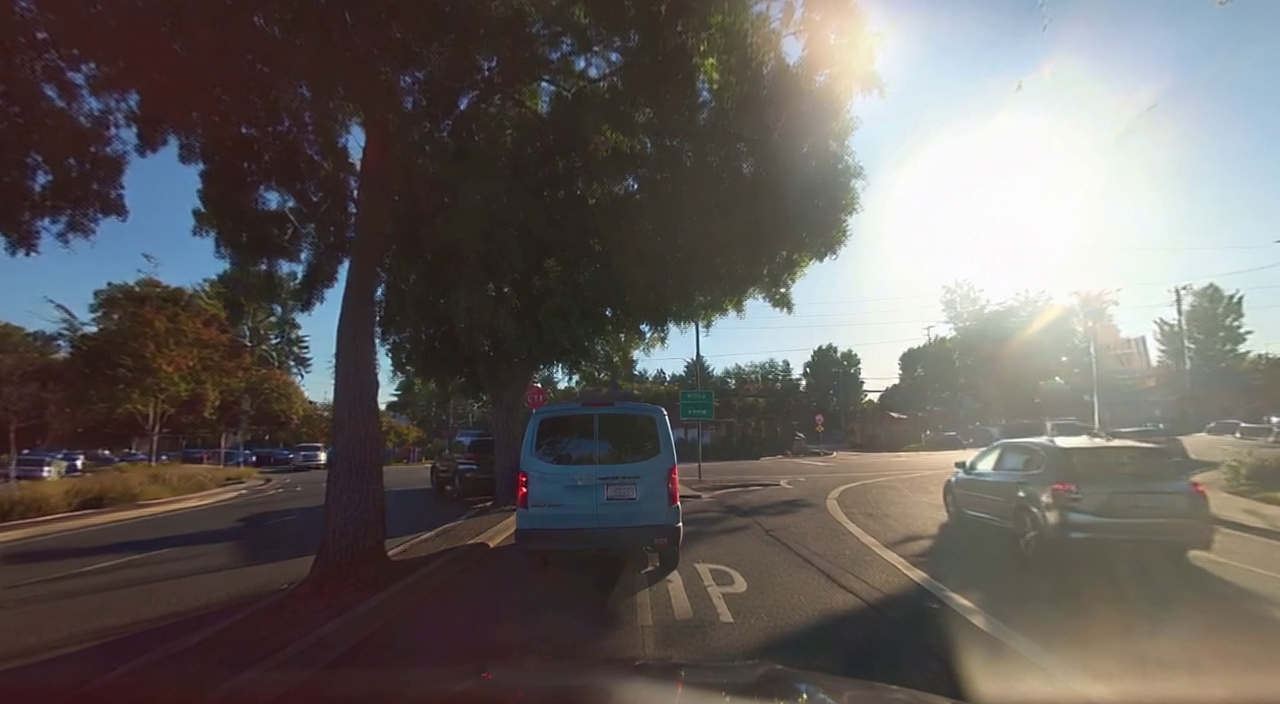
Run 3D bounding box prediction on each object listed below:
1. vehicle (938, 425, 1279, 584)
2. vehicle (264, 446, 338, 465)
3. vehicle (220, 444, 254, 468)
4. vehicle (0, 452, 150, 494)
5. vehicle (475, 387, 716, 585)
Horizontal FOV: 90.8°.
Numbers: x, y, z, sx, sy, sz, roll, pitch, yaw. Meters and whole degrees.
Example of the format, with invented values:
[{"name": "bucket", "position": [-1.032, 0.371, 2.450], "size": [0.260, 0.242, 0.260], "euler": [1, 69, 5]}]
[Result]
[{"name": "vehicle", "position": [5.816, 1.835, 8.614], "size": [2.079, 1.504, 4.828], "euler": [-2, -9, 12]}, {"name": "vehicle", "position": [-26.217, 8.018, 48.978], "size": [4.670, 1.472, 1.851], "euler": [1, -9, -8]}, {"name": "vehicle", "position": [-29.961, 7.736, 47.080], "size": [1.913, 1.682, 4.120], "euler": [5, -10, -31]}, {"name": "vehicle", "position": [-21.459, 4.525, 24.065], "size": [2.038, 1.392, 4.362], "euler": [0, -9, 0]}, {"name": "vehicle", "position": [-0.346, 1.581, 8.225], "size": [2.237, 1.828, 4.546], "euler": [0, -9, 2]}]
